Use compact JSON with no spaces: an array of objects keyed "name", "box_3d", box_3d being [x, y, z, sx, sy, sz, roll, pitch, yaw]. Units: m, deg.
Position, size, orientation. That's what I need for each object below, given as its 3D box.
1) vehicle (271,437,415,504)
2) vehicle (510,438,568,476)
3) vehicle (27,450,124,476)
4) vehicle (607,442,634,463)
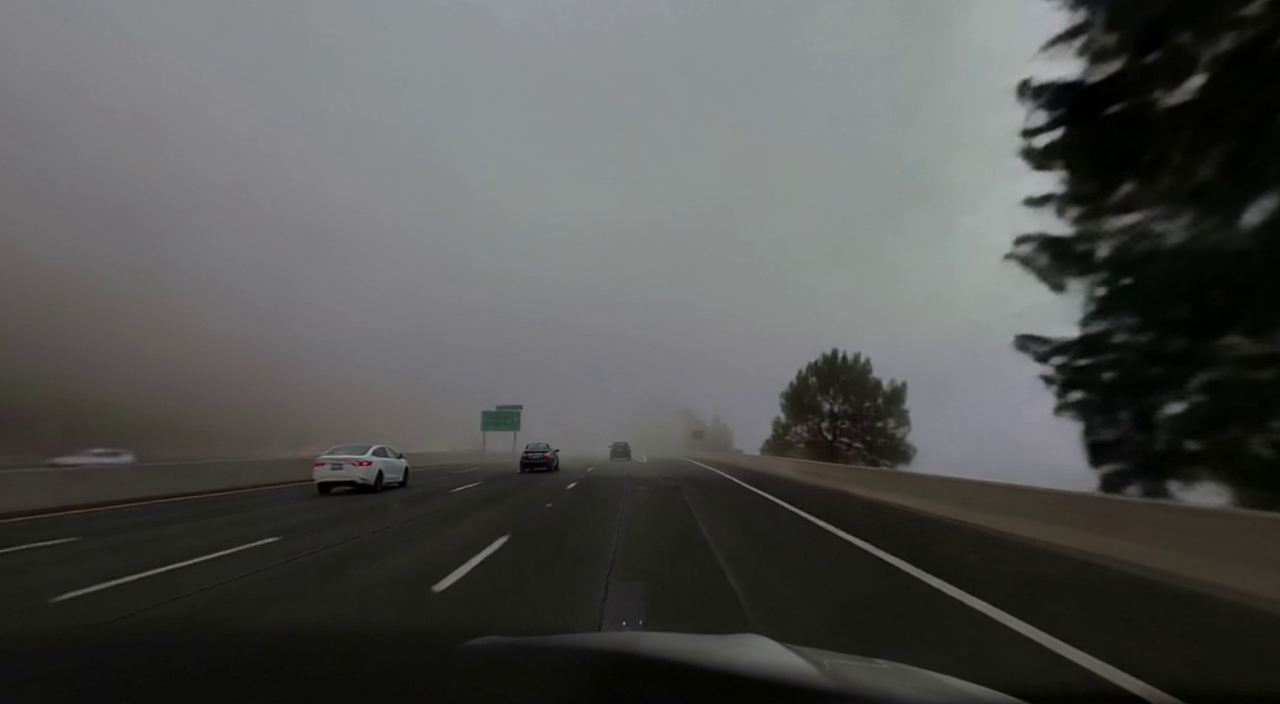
[{"name":"vehicle","box_3d":[-8.019,3.200,17.528,2.086,1.628,4.039,0,-8,-1]},{"name":"vehicle","box_3d":[-4.552,4.786,28.985,1.991,1.610,4.606,0,-8,-1]},{"name":"vehicle","box_3d":[-35.813,7.006,40.200,1.829,1.479,4.742,0,-8,-2]},{"name":"vehicle","box_3d":[-1.413,7.174,45.105,1.881,1.460,3.694,0,-8,-2]}]
